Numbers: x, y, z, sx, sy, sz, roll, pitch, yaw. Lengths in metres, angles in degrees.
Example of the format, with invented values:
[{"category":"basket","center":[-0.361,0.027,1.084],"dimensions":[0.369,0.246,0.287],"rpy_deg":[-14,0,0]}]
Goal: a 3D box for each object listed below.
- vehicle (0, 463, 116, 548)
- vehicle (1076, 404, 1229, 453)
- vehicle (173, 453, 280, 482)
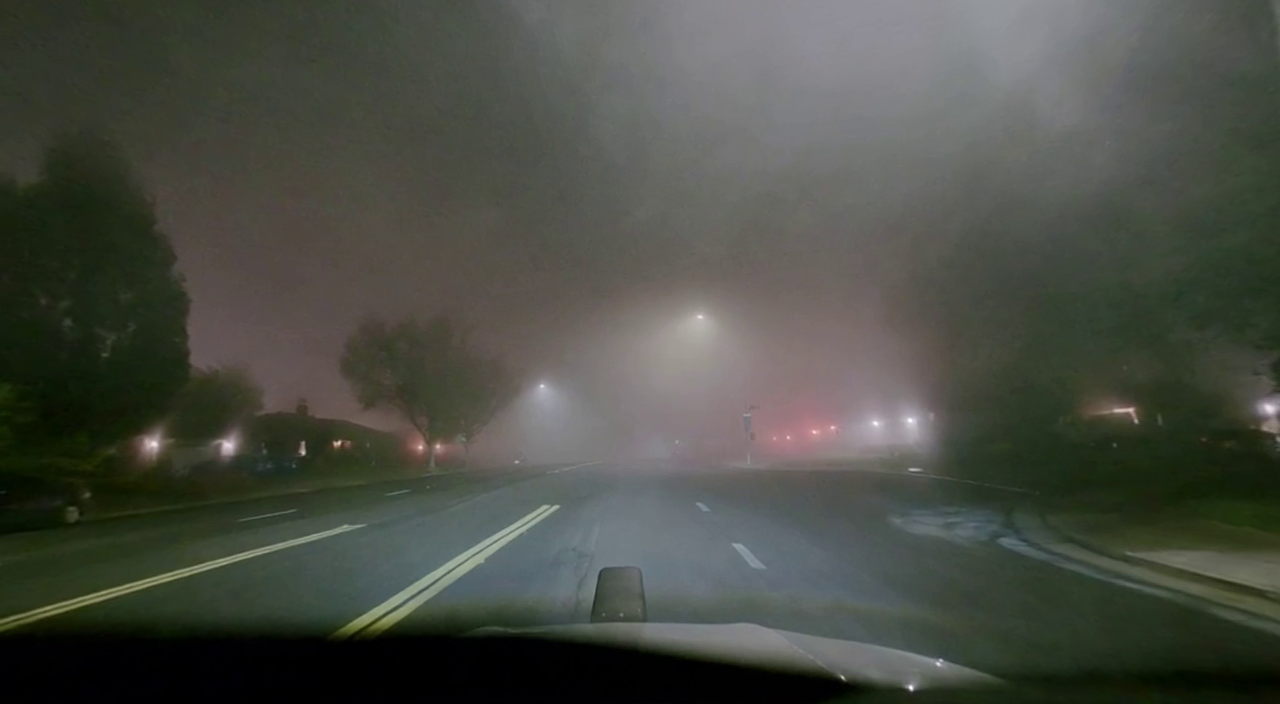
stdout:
[{"category":"vehicle","center":[-12.906,2.929,11.947],"dimensions":[1.992,1.534,4.802],"rpy_deg":[-2,-9,-2]},{"category":"vehicle","center":[26.379,3.995,32.744],"dimensions":[5.595,2.365,2.241],"rpy_deg":[-1,-9,6]},{"category":"vehicle","center":[-22.993,6.414,35.262],"dimensions":[4.486,1.509,2.189],"rpy_deg":[-1,-9,1]}]
